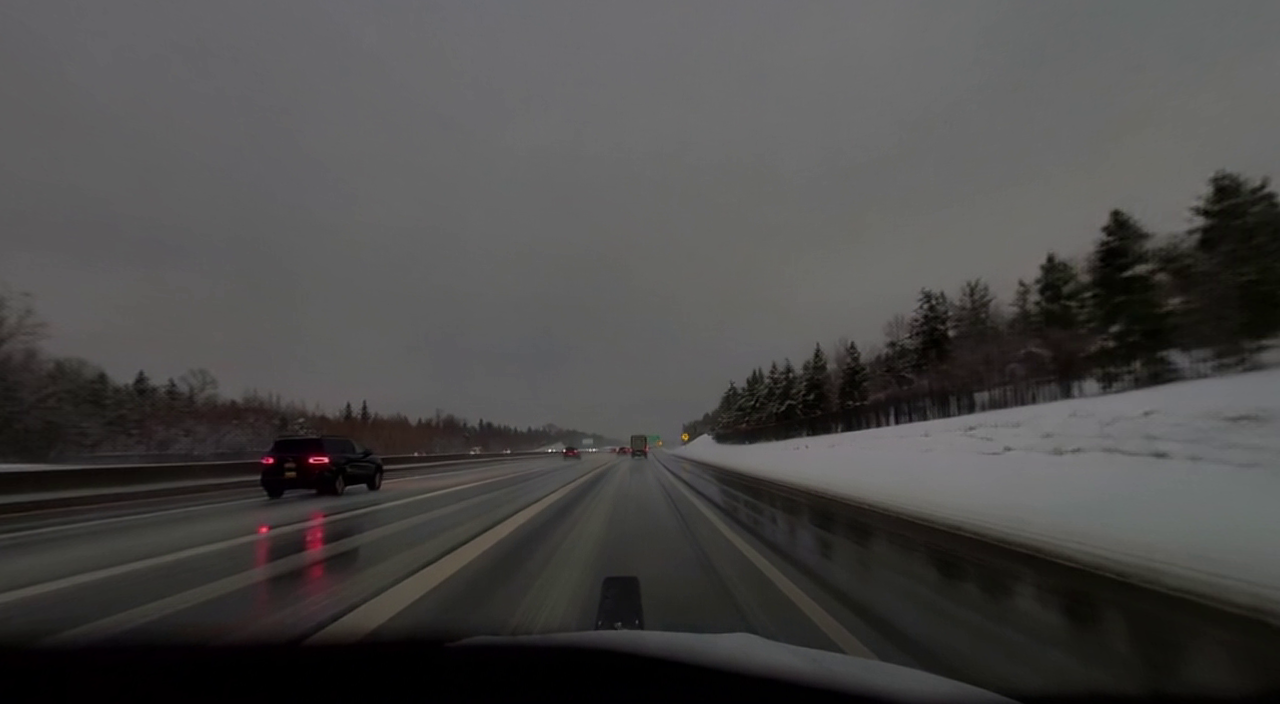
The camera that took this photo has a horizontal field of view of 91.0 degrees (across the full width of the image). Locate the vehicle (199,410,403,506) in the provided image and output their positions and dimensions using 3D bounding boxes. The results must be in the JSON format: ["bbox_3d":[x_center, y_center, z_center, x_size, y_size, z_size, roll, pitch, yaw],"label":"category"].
[{"bbox_3d":[-7.958,2.561,15.538,2.163,1.947,4.959,0,-9,1],"label":"vehicle"}]
